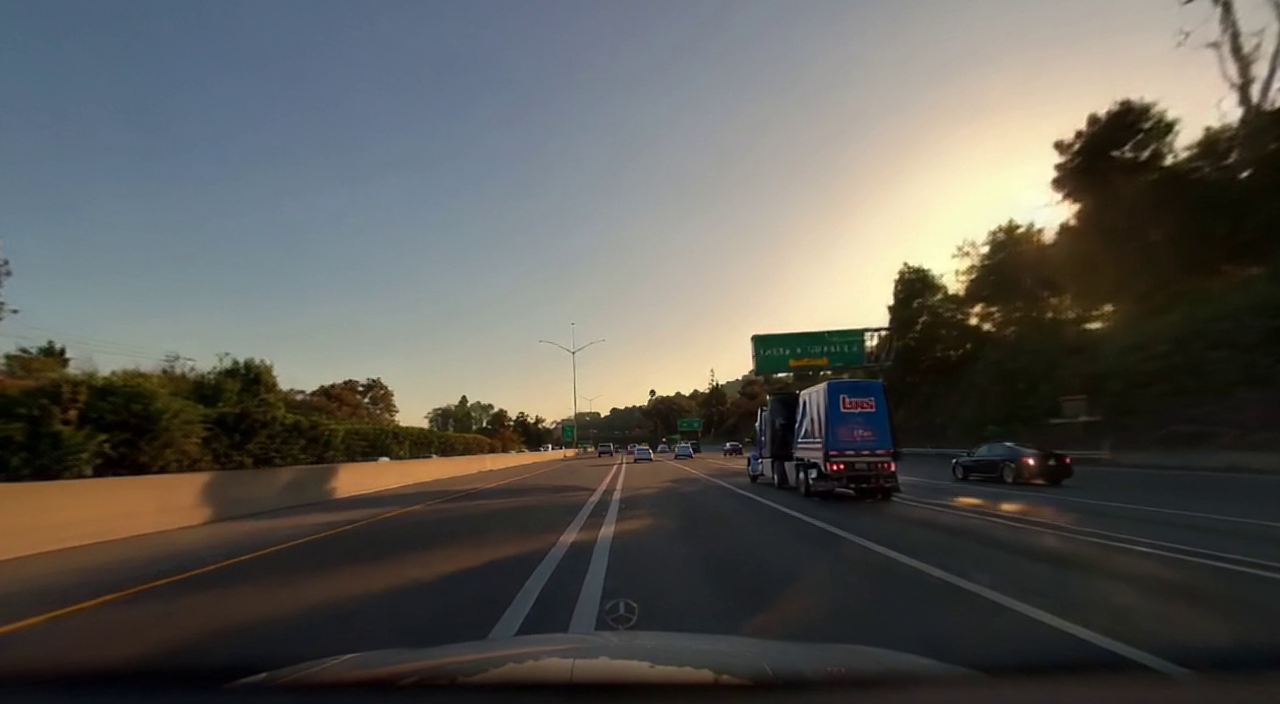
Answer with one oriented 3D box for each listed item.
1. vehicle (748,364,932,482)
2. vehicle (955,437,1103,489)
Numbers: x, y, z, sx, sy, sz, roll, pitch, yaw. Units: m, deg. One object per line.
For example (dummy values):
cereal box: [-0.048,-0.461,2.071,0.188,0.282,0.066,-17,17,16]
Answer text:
vehicle: [8.372,3.691,30.303,2.892,4.128,16.495,0,-9,-2]
vehicle: [12.373,3.537,20.503,1.862,1.462,4.459,0,-9,-2]
